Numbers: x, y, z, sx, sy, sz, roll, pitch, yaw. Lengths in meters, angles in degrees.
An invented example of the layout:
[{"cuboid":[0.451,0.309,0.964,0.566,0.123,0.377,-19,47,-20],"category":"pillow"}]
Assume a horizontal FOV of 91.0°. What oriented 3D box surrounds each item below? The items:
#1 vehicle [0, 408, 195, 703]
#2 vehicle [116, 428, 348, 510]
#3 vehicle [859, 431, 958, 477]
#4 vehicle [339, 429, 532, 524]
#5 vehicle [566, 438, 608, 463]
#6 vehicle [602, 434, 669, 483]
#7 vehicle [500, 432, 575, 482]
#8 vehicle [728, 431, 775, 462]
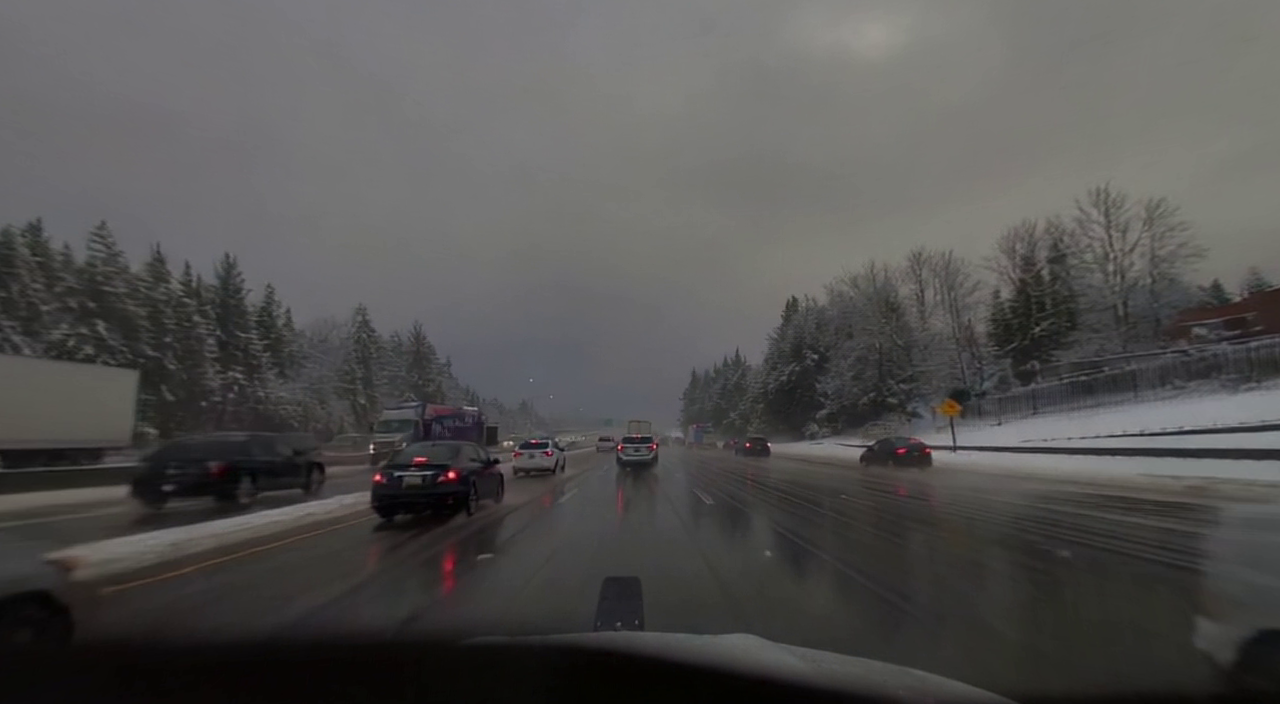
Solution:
[{"cuboid":[-3.589,0.798,1.453,2.025,1.449,4.190,0,-9,0],"category":"vehicle"},{"cuboid":[-8.814,2.569,14.260,2.125,1.542,4.595,0,-9,1],"category":"vehicle"},{"cuboid":[10.292,3.931,24.493,2.066,1.629,3.945,0,-9,-1],"category":"vehicle"},{"cuboid":[-3.577,2.275,12.108,2.098,1.463,4.578,0,-9,1],"category":"vehicle"},{"cuboid":[-3.177,6.032,38.607,2.062,1.459,4.365,0,-9,1],"category":"vehicle"},{"cuboid":[-0.135,3.550,21.225,2.053,1.461,3.941,0,-9,0],"category":"vehicle"},{"cuboid":[-3.554,3.722,22.583,1.956,1.602,4.258,0,-9,0],"category":"vehicle"},{"cuboid":[6.586,5.672,37.651,1.992,1.745,4.329,0,-9,-1],"category":"vehicle"}]
